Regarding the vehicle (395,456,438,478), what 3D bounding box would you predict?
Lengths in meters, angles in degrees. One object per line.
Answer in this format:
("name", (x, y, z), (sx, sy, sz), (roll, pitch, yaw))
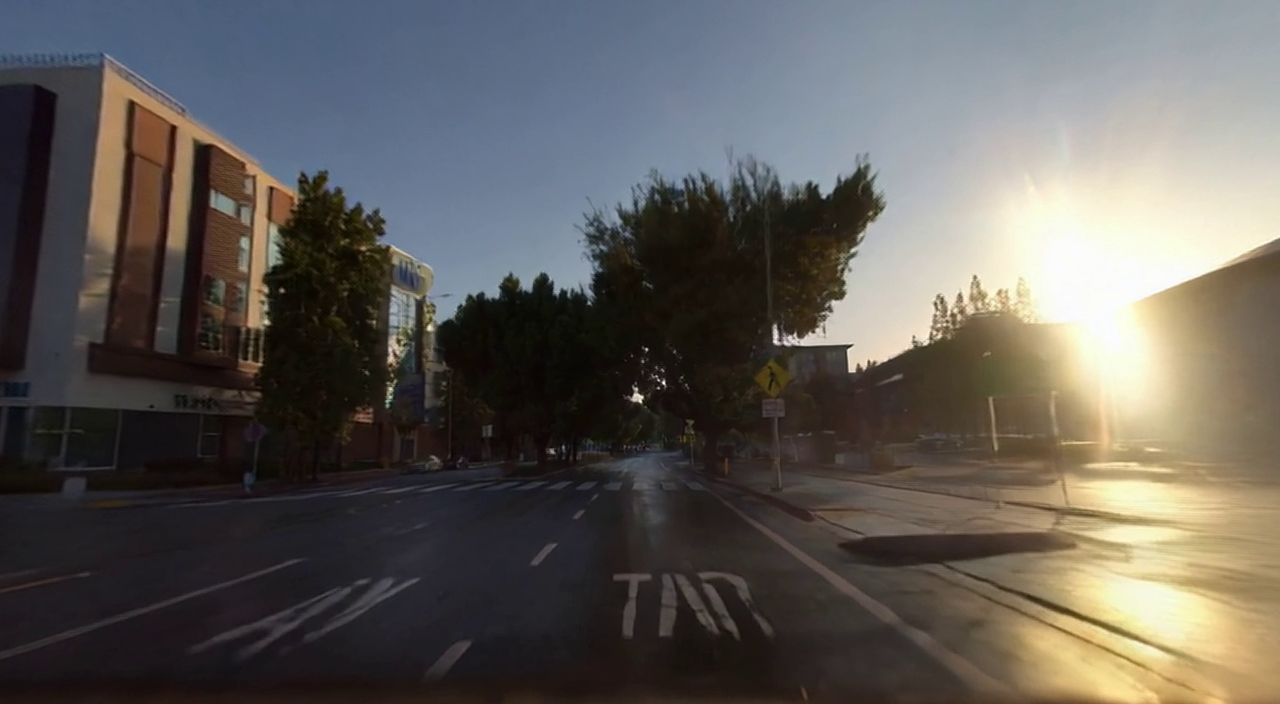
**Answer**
("vehicle", (-16.693, 8.604, 47.229), (1.810, 1.478, 4.233), (-3, -10, -1))
